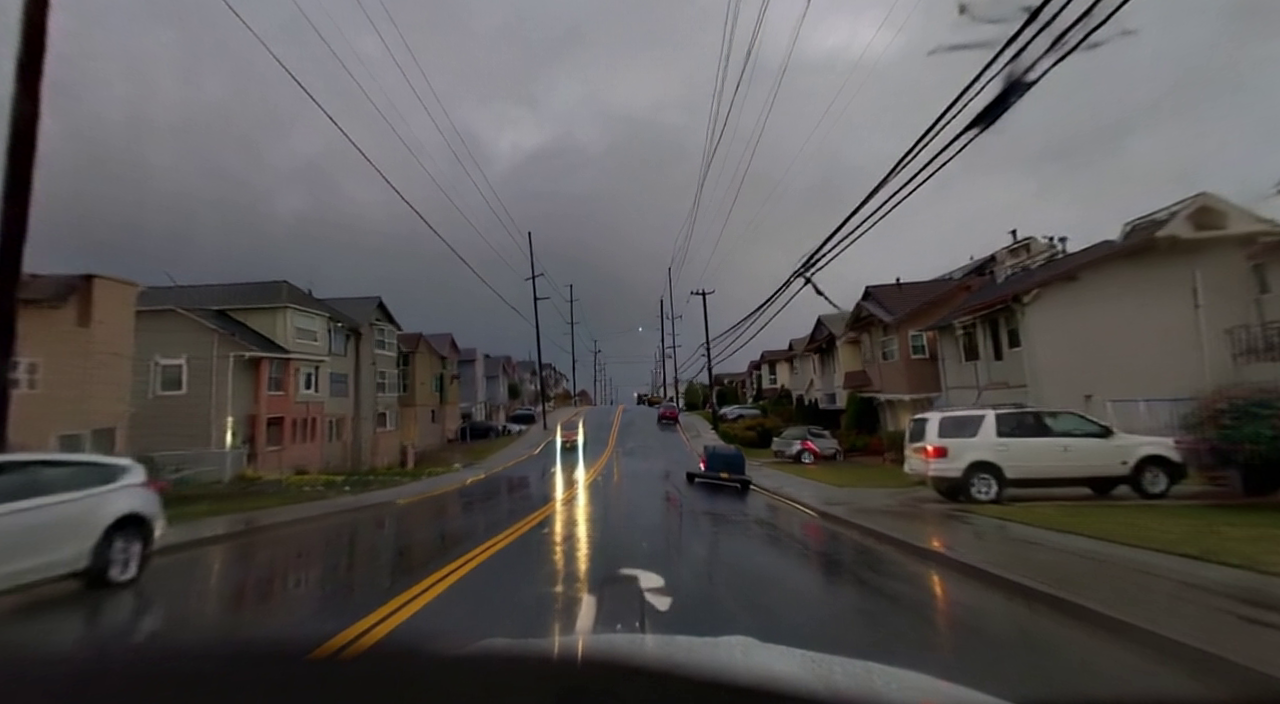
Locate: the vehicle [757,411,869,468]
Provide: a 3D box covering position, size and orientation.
[{"bbox_3d":[7.799,3.997,28.697,4.286,2.044,1.913,-6,-9,-1],"label":"vehicle"}]

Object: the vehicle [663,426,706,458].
[{"bbox_3d":[2.688,5.576,39.329,2.211,1.860,4.813,0,-7,-1],"label":"vehicle"}]

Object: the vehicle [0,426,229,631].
[{"bbox_3d":[-6.699,1.742,6.289,2.156,1.764,4.410,-3,-11,0],"label":"vehicle"}]

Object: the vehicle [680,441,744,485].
[{"bbox_3d":[2.694,4.264,24.430,2.063,1.503,4.415,-1,-9,1],"label":"vehicle"}]

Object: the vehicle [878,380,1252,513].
[{"bbox_3d":[7.855,1.821,12.162,5.512,1.846,2.115,-5,-9,1],"label":"vehicle"}]

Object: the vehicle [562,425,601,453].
[{"bbox_3d":[-3.965,5.966,43.305,2.096,1.542,4.481,-1,-4,1],"label":"vehicle"}]
